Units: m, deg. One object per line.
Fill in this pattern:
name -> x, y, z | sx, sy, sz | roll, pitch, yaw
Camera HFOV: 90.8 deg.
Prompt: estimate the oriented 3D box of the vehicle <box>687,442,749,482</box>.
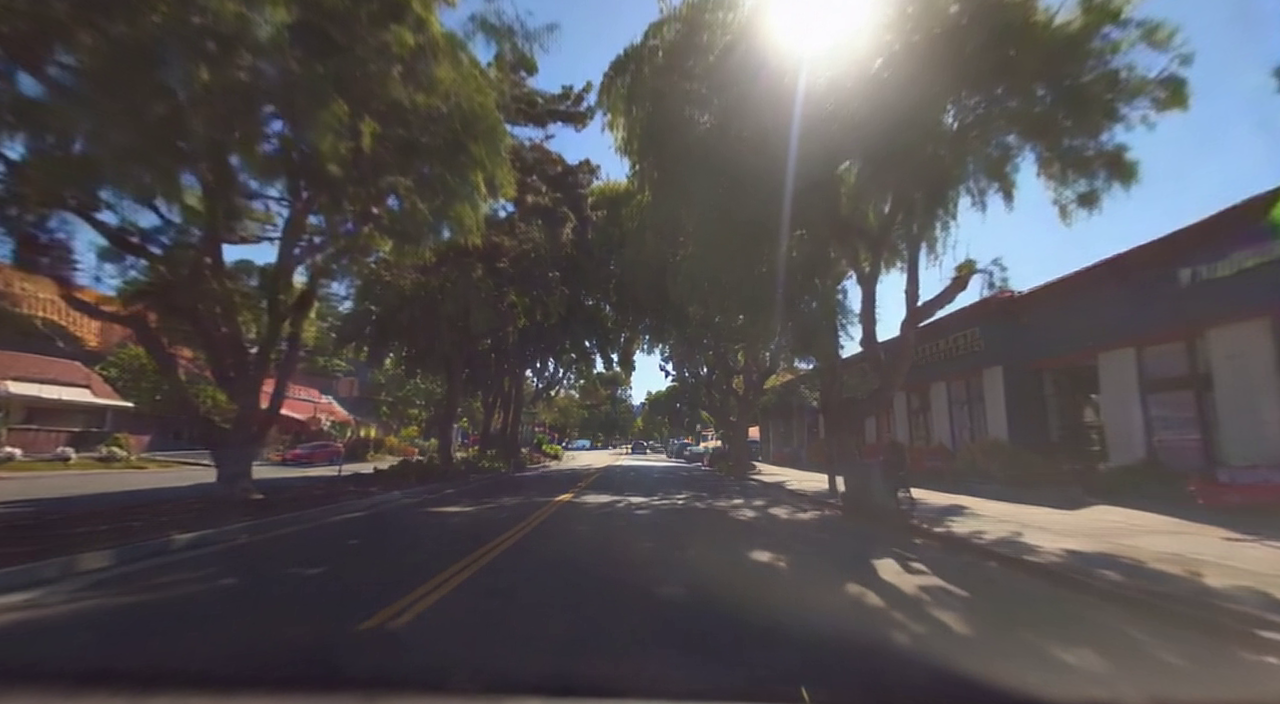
vehicle -> 3.167, 4.587, 26.572 | 2.152, 1.527, 4.010 | 0, -9, 0
